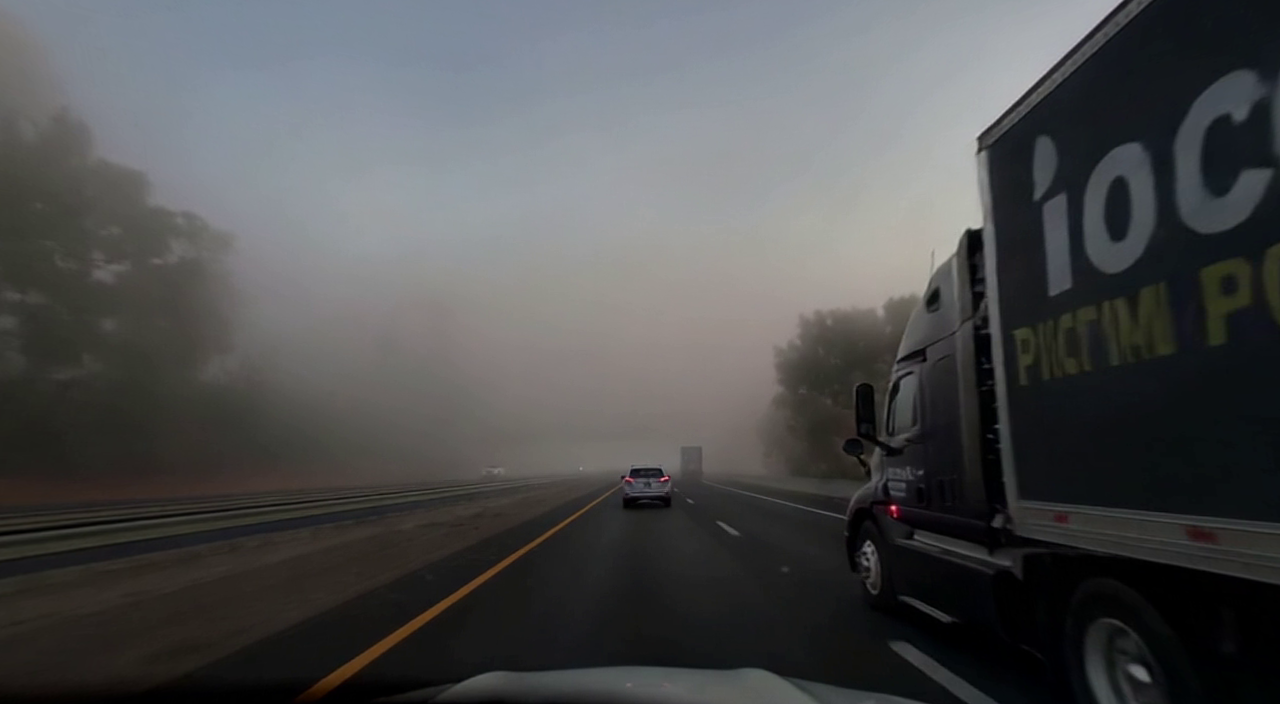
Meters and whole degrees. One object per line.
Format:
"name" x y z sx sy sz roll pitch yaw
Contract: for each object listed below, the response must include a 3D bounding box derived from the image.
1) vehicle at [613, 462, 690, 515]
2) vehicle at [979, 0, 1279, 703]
"vehicle" 0.332 4.187 19.608 2.156 1.444 3.762 1 -10 0
"vehicle" 4.330 -0.086 1.992 3.008 3.920 5.910 1 -10 0
